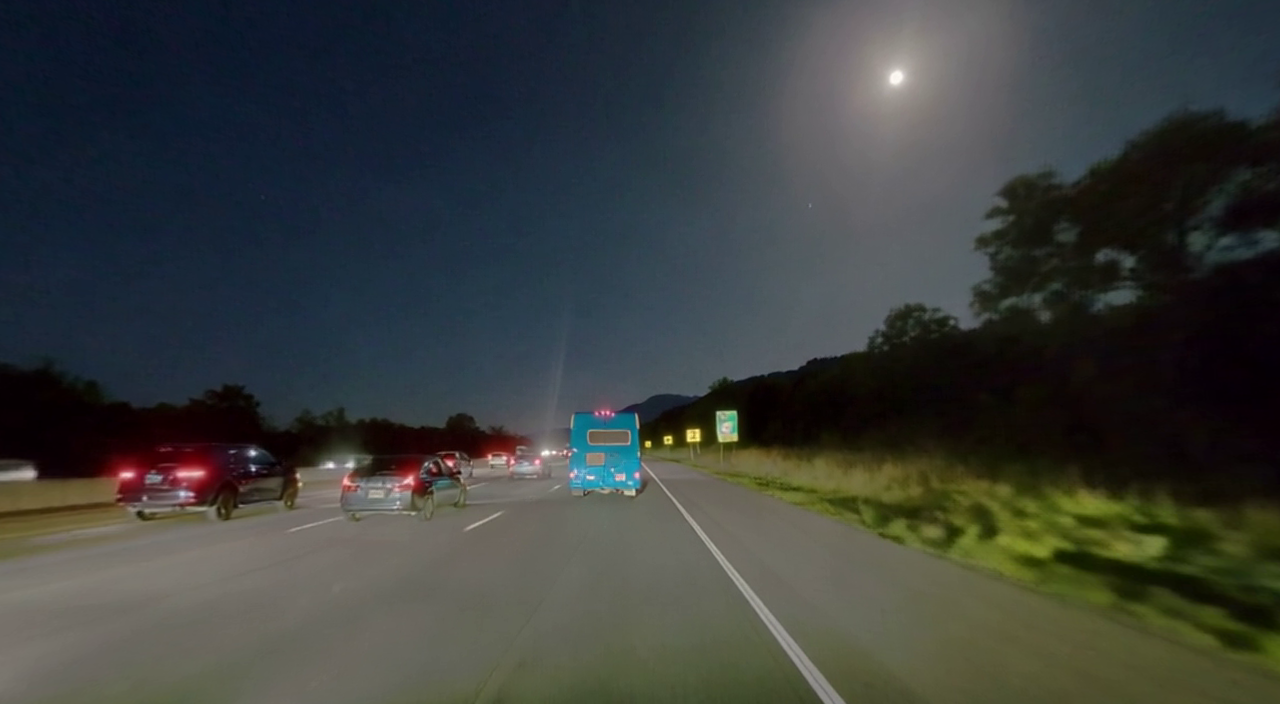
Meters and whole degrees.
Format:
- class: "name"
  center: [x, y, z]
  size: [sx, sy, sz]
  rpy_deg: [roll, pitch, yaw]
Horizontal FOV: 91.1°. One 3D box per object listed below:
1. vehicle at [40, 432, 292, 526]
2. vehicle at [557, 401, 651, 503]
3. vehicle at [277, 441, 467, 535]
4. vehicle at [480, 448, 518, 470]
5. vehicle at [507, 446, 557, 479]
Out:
- class: "vehicle"
  center: [-9.596, 2.584, 13.317]
  size: [2.010, 1.621, 4.252]
  rpy_deg: [0, -9, -1]
- class: "vehicle"
  center: [-0.961, 2.958, 18.765]
  size: [2.394, 2.556, 5.232]
  rpy_deg: [0, -9, -1]
- class: "vehicle"
  center: [-4.783, 2.463, 11.975]
  size: [1.876, 1.438, 4.072]
  rpy_deg: [0, -9, -1]
- class: "vehicle"
  center: [-10.103, 7.669, 45.315]
  size: [1.886, 1.462, 4.084]
  rpy_deg: [0, -9, -1]
- class: "vehicle"
  center: [-5.160, 5.334, 30.485]
  size: [1.872, 1.480, 3.545]
  rpy_deg: [0, -9, -1]
